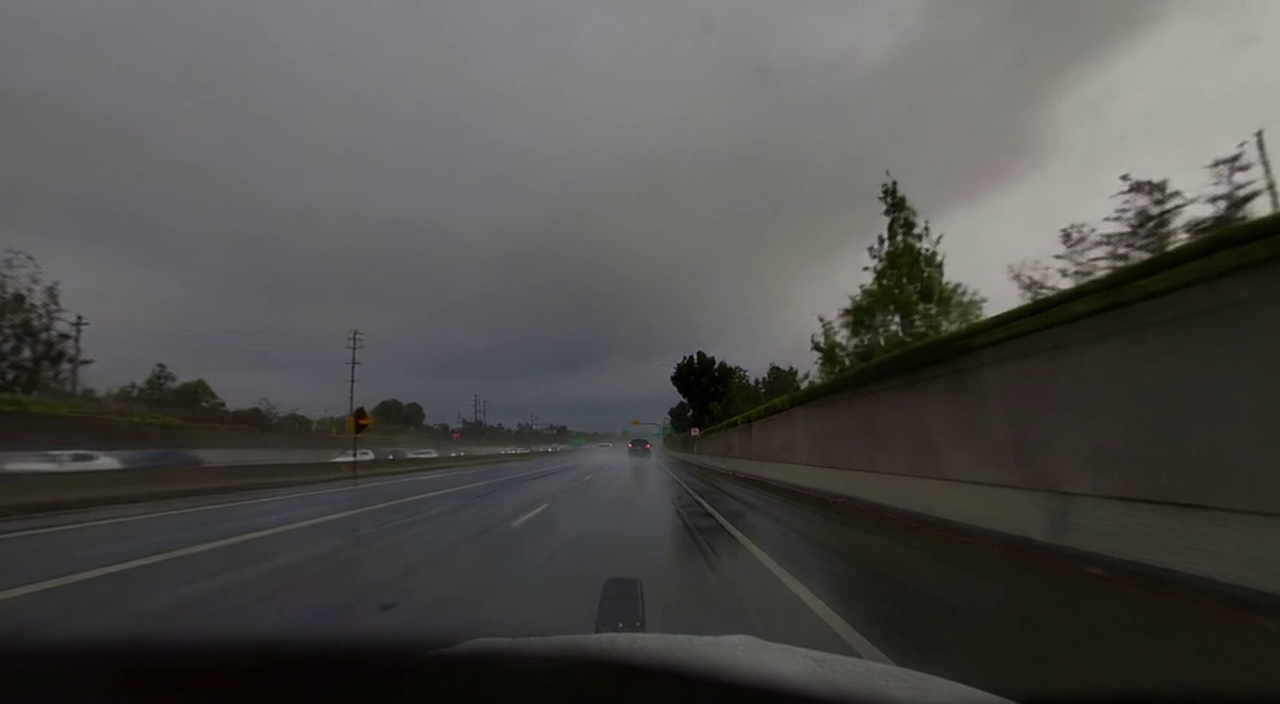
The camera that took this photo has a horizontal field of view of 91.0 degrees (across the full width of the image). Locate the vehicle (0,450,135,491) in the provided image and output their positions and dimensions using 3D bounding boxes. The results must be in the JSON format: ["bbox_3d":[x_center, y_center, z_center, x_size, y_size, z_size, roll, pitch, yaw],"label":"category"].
[{"bbox_3d":[-25.724,5.261,28.392,1.995,1.653,4.667,0,-9,0],"label":"vehicle"}]

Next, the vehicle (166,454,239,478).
[{"bbox_3d":[-30.061,7.832,43.422,1.816,1.491,4.424,0,-9,0],"label":"vehicle"}]
